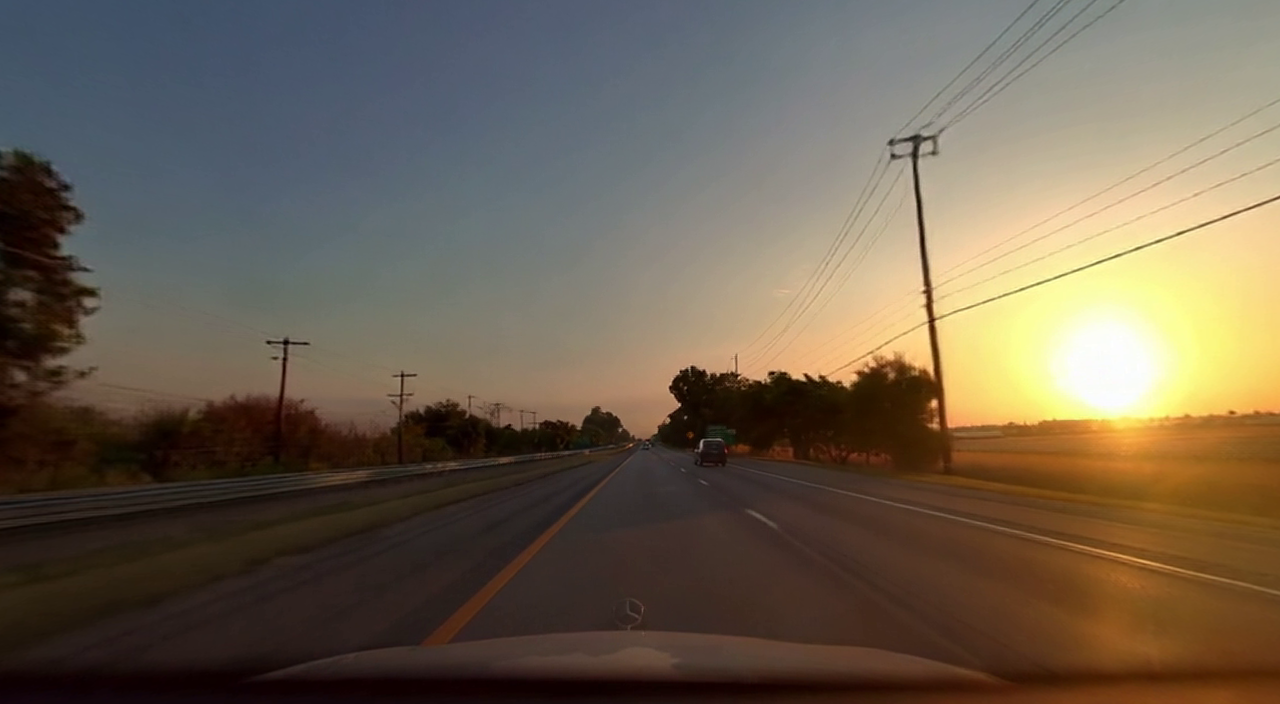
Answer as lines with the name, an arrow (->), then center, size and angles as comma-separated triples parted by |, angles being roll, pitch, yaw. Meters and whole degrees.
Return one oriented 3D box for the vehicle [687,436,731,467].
vehicle -> 4.383, 6.412, 40.620 | 2.228, 1.852, 5.449 | 0, -8, 0
